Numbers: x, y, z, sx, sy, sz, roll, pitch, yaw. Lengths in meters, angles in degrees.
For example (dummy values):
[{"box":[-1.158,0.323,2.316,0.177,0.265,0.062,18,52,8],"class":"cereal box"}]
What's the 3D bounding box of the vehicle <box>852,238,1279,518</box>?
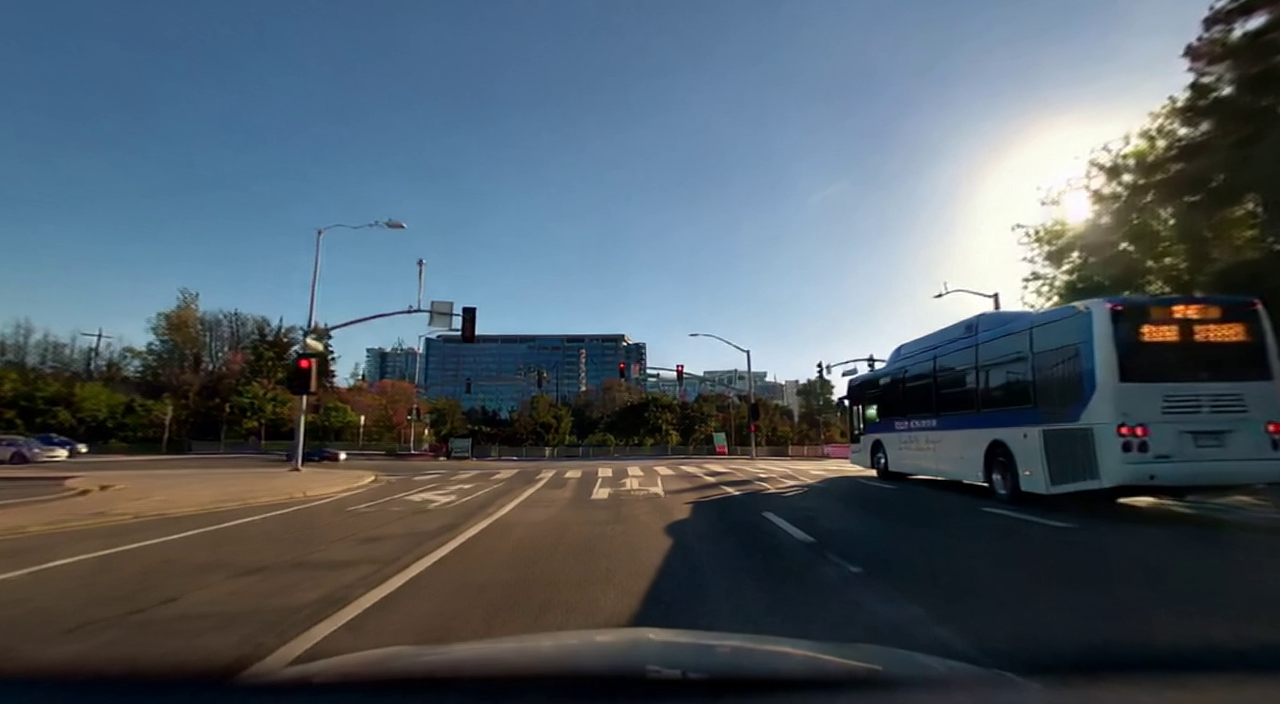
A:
[{"box":[8.711,1.291,15.662,2.916,4.009,13.397,-1,-8,3],"class":"vehicle"}]
